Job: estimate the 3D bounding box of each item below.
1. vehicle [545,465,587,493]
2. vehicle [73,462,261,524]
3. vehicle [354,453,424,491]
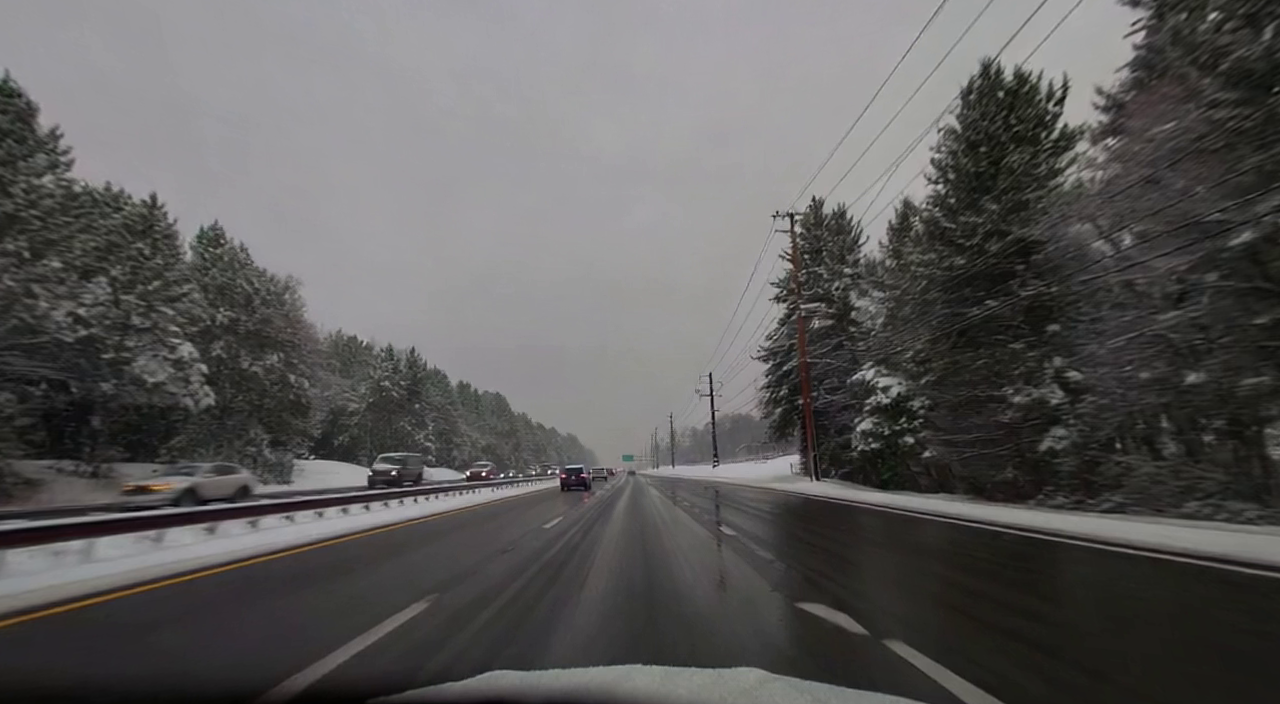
[{"bbox_3d":[-4.308,7.475,37.186,1.963,1.501,4.227,1,-10,0],"label":"vehicle"},{"bbox_3d":[-13.015,3.895,17.786,1.853,1.481,4.394,1,-10,0],"label":"vehicle"},{"bbox_3d":[-17.753,8.545,45.006,2.308,2.461,6.231,1,-10,0],"label":"vehicle"}]
